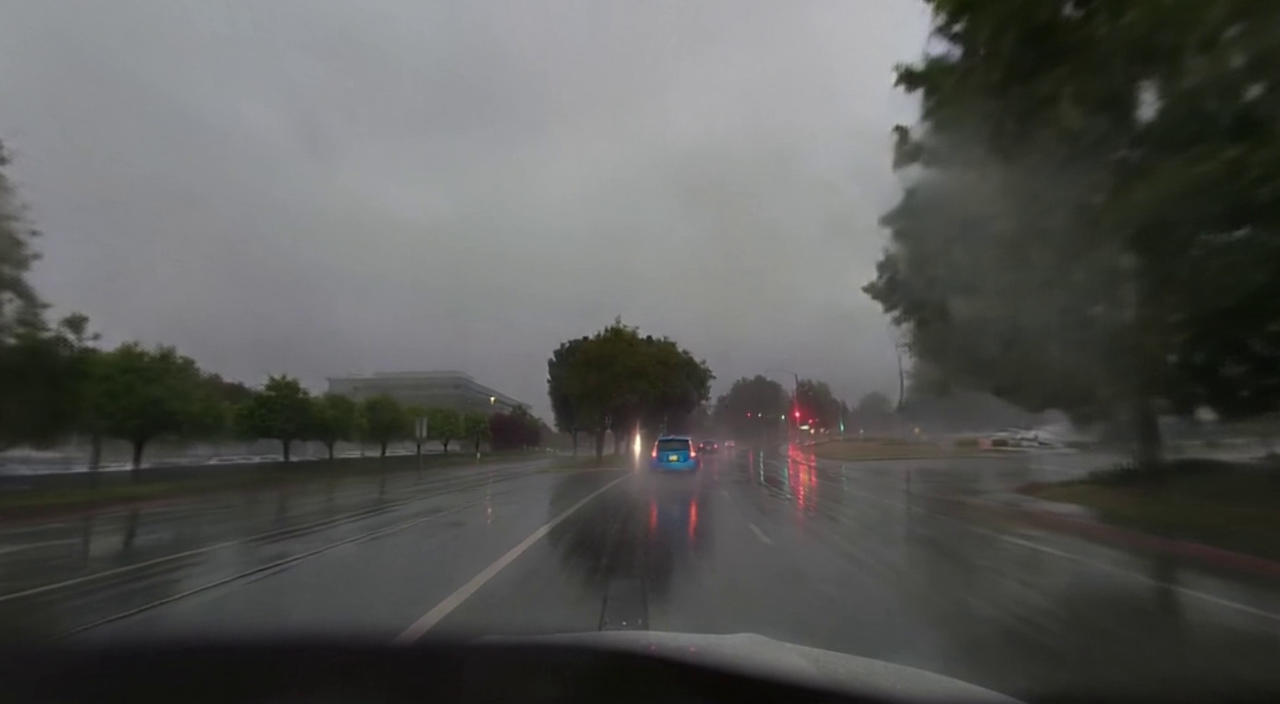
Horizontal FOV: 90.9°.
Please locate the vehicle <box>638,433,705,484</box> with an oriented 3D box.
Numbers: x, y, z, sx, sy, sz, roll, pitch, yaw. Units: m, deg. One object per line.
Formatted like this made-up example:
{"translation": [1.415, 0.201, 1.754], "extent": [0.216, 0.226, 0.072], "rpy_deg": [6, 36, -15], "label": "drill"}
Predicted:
{"translation": [1.084, 3.489, 20.910], "extent": [2.010, 1.535, 3.735], "rpy_deg": [-1, -8, 5], "label": "vehicle"}
